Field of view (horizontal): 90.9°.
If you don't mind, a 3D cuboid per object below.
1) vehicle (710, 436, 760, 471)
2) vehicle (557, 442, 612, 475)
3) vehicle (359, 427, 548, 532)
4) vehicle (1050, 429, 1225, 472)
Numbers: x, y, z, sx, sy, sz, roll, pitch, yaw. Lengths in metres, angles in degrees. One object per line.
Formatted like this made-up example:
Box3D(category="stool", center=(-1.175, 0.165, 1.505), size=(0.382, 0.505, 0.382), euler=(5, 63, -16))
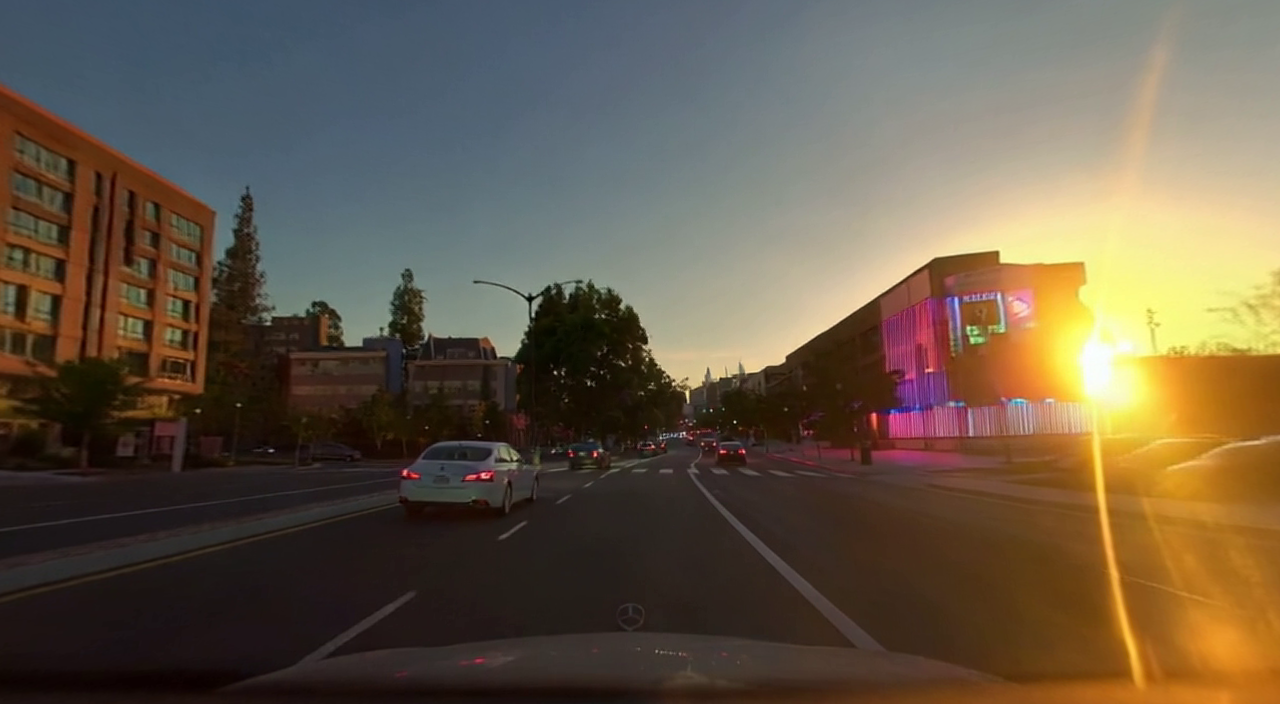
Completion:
Box3D(category="vehicle", center=(4.904, 5.326, 33.123), size=(2.103, 1.699, 4.171), euler=(0, -8, 1))
Box3D(category="vehicle", center=(-2.585, 5.061, 30.185), size=(1.980, 1.454, 4.226), euler=(-1, -8, 4))
Box3D(category="vehicle", center=(-3.153, 2.259, 11.809), size=(2.118, 1.568, 4.436), euler=(0, -8, 1))
Box3D(category="vehicle", center=(18.194, 3.622, 23.251), size=(4.583, 1.491, 2.192), euler=(0, -8, -1))
